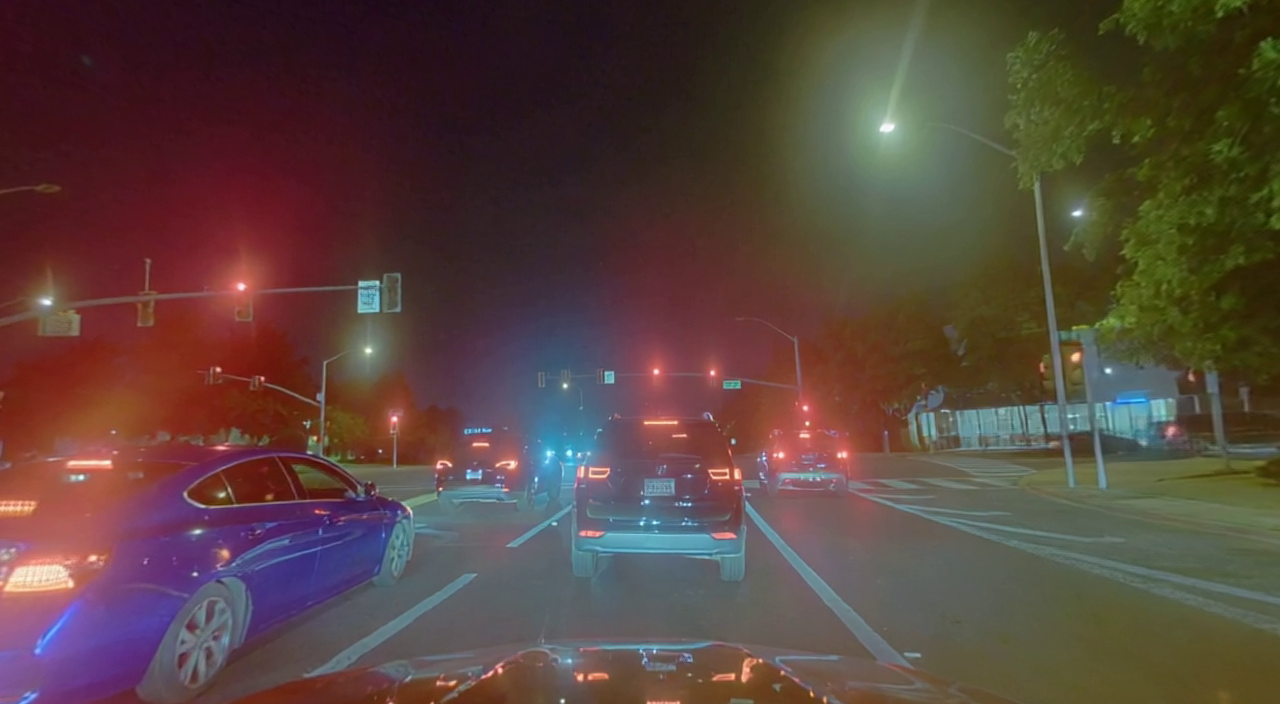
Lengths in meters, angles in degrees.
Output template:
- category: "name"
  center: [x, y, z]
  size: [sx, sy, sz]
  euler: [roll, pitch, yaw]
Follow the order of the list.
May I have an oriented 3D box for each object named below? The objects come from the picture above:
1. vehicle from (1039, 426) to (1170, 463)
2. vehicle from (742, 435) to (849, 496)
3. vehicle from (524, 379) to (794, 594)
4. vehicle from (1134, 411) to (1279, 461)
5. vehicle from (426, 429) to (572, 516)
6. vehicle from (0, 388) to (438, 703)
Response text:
- category: "vehicle"
  center: [20.714, 4.144, 28.326]
  size: [4.026, 1.573, 2.271]
  euler: [-1, -8, 8]
- category: "vehicle"
  center: [4.104, 3.057, 17.348]
  size: [1.979, 1.453, 4.011]
  euler: [0, -8, 1]
- category: "vehicle"
  center: [0.214, 1.464, 7.652]
  size: [2.300, 1.832, 4.331]
  euler: [0, -8, 2]
- category: "vehicle"
  center: [26.477, 3.639, 27.690]
  size: [6.879, 1.984, 2.808]
  euler: [-2, -7, 5]
- category: "vehicle"
  center: [-2.682, 2.393, 13.059]
  size: [1.851, 1.502, 4.042]
  euler: [0, -8, 4]
- category: "vehicle"
  center: [-3.220, 1.193, 4.401]
  size: [1.958, 1.494, 4.624]
  euler: [0, -8, 2]
